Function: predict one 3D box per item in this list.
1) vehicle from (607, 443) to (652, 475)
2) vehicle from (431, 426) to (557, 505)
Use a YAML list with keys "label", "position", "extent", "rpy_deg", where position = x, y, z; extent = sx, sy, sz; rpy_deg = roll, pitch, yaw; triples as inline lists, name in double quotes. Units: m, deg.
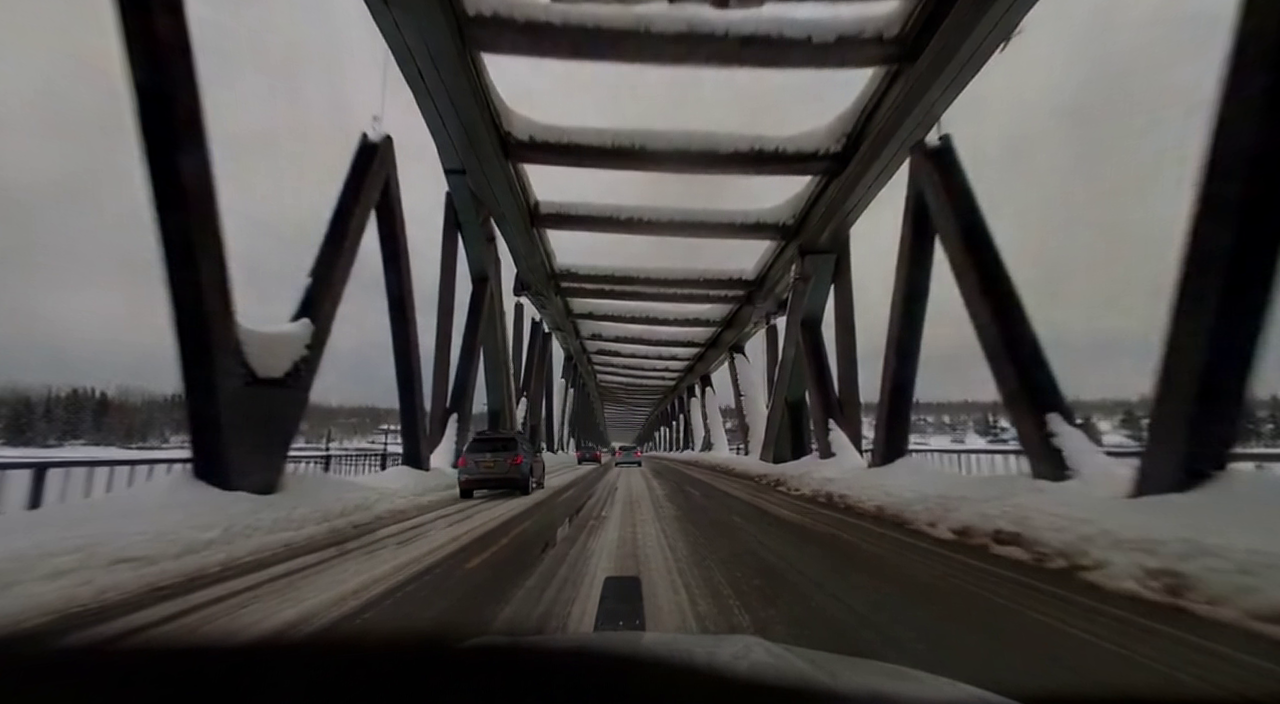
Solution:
- label: "vehicle"
  position: [-0.530, 5.181, 30.854]
  extent: [2.048, 1.450, 3.973]
  rpy_deg: [0, -9, -1]
- label: "vehicle"
  position: [-3.732, 3.007, 17.168]
  extent: [2.190, 1.807, 4.741]
  rpy_deg: [0, -9, 1]
